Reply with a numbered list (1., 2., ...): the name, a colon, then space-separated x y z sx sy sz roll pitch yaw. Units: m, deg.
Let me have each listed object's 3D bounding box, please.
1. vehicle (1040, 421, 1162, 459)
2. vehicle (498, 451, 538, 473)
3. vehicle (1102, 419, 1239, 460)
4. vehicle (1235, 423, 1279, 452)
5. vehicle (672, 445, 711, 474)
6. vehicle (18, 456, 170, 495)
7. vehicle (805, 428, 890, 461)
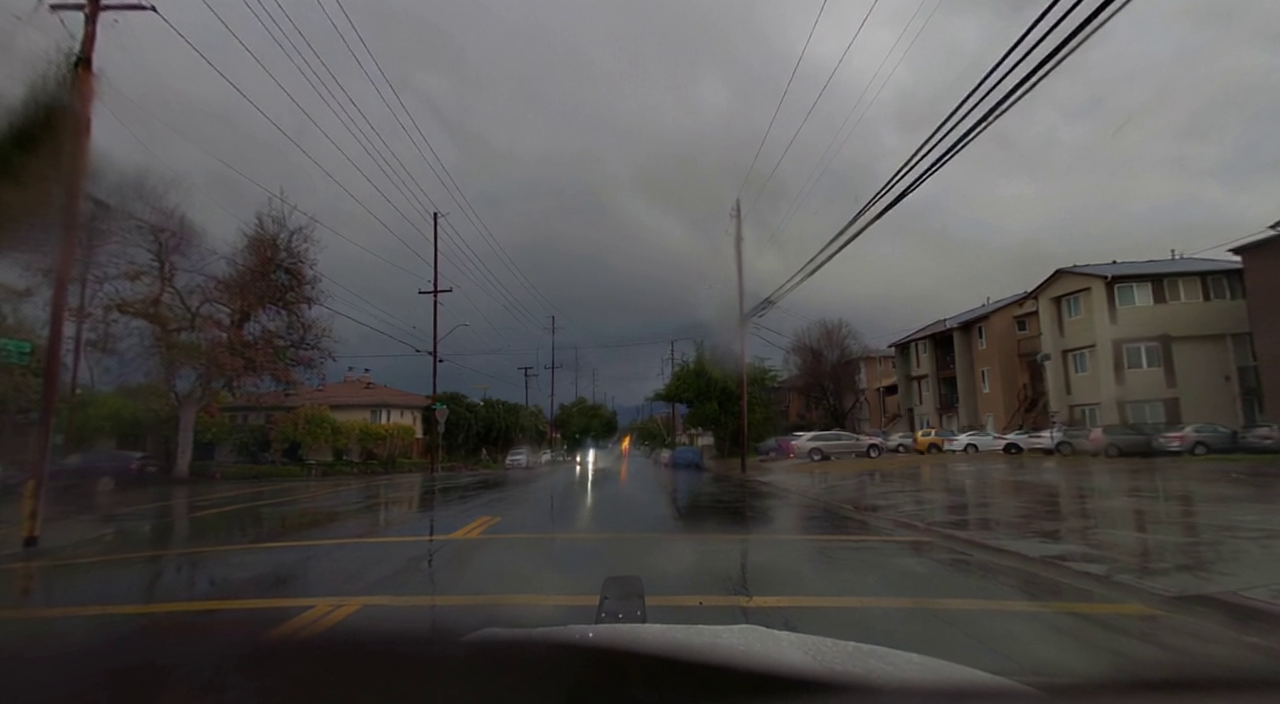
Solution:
1. vehicle: 22.096 4.187 30.507 4.320 1.673 1.957 -2 -5 23
2. vehicle: -8.552 7.744 44.678 2.066 1.472 4.353 0 -8 -2
3. vehicle: 22.393 3.747 26.784 4.002 1.505 2.061 -1 -10 -5
4. vehicle: 33.077 4.450 32.836 3.433 1.389 1.683 3 -9 -22
5. vehicle: 3.245 6.856 40.647 1.993 1.755 4.256 0 -8 -2
6. vehicle: -22.308 5.025 25.935 4.424 1.486 1.814 0 -9 -2
7. vehicle: 11.228 4.989 34.072 4.509 1.664 1.981 6 -10 -35
